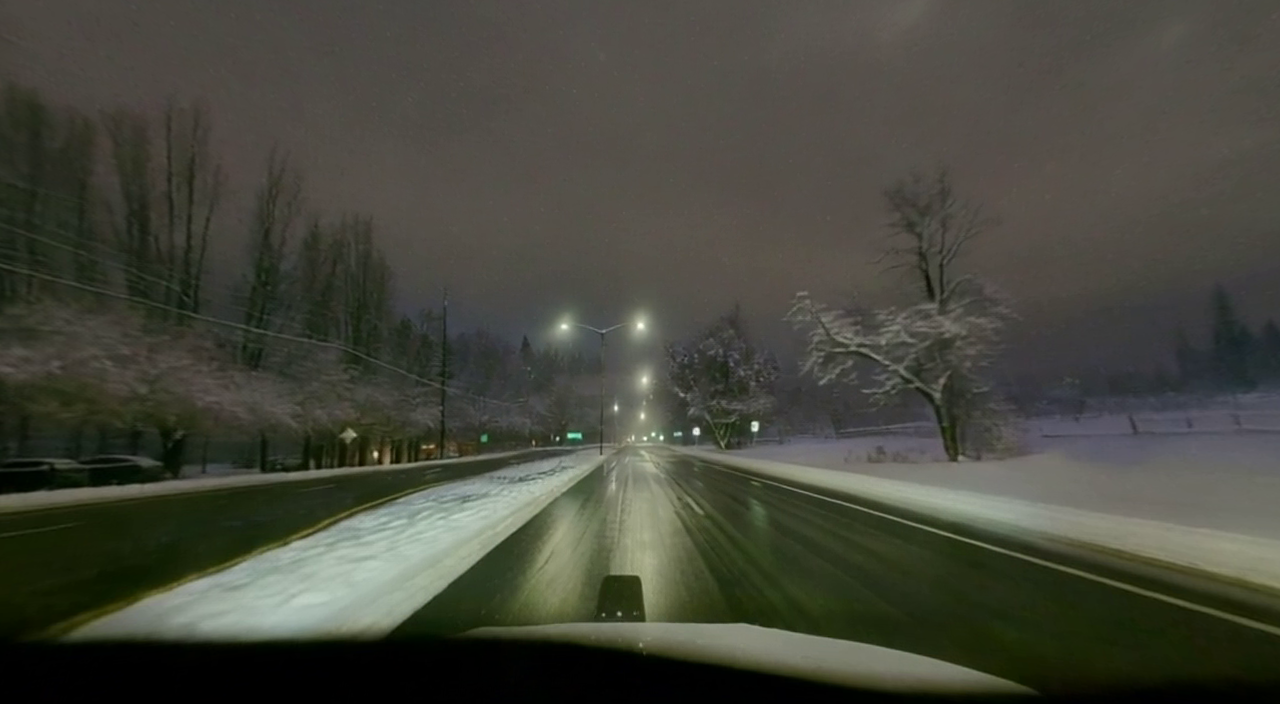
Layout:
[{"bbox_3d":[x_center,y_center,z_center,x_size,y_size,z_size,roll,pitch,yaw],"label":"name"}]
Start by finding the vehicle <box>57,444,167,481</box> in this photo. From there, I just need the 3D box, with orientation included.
[{"bbox_3d":[-27.646,5.792,33.164,4.168,1.509,2.053,-4,-5,4],"label":"vehicle"}]
